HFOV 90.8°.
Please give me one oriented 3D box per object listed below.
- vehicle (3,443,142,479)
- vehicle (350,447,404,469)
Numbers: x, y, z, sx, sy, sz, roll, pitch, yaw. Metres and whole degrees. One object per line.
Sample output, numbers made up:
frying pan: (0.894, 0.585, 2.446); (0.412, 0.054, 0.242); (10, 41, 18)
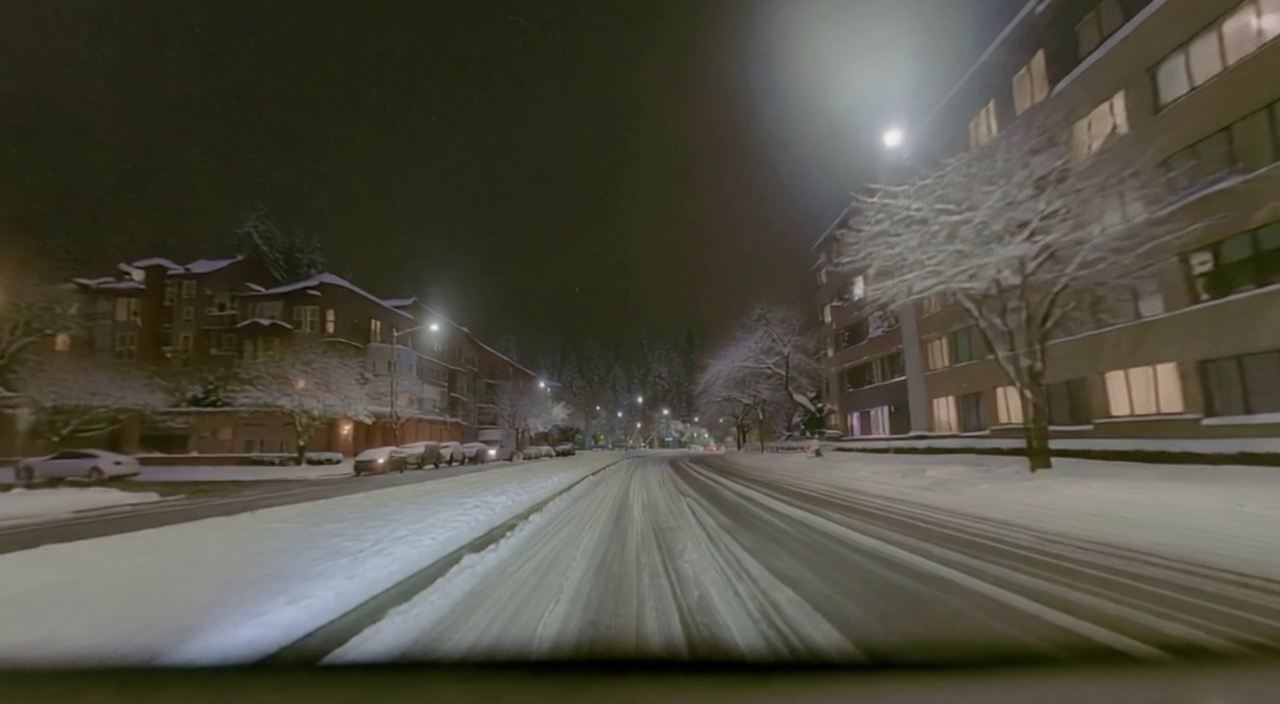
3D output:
vehicle: (-32.888, 6.313, 36.758); (5.722, 2.038, 2.444); (0, -8, 1)
vehicle: (-18.941, 7.622, 45.682); (1.880, 1.457, 4.487); (-3, -8, 2)
